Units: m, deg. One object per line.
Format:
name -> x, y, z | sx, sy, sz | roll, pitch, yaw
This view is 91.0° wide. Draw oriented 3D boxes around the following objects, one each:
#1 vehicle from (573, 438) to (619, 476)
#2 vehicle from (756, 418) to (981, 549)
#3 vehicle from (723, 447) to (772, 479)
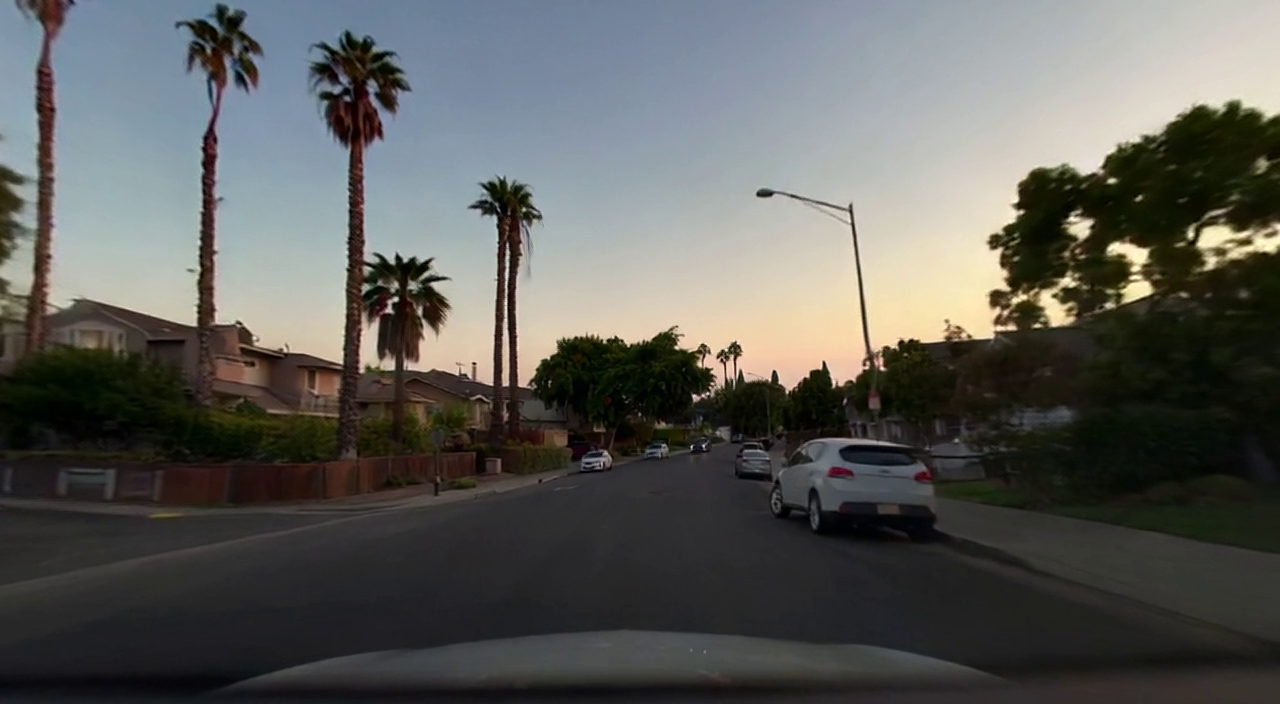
vehicle -> -3.084, 7.574, 44.994 | 2.053, 1.713, 4.850 | -4, -21, 10
vehicle -> 3.670, 2.205, 11.348 | 2.197, 1.816, 4.845 | 0, -8, 0
vehicle -> 5.193, 5.393, 30.880 | 1.942, 1.465, 4.123 | -1, -8, 4
